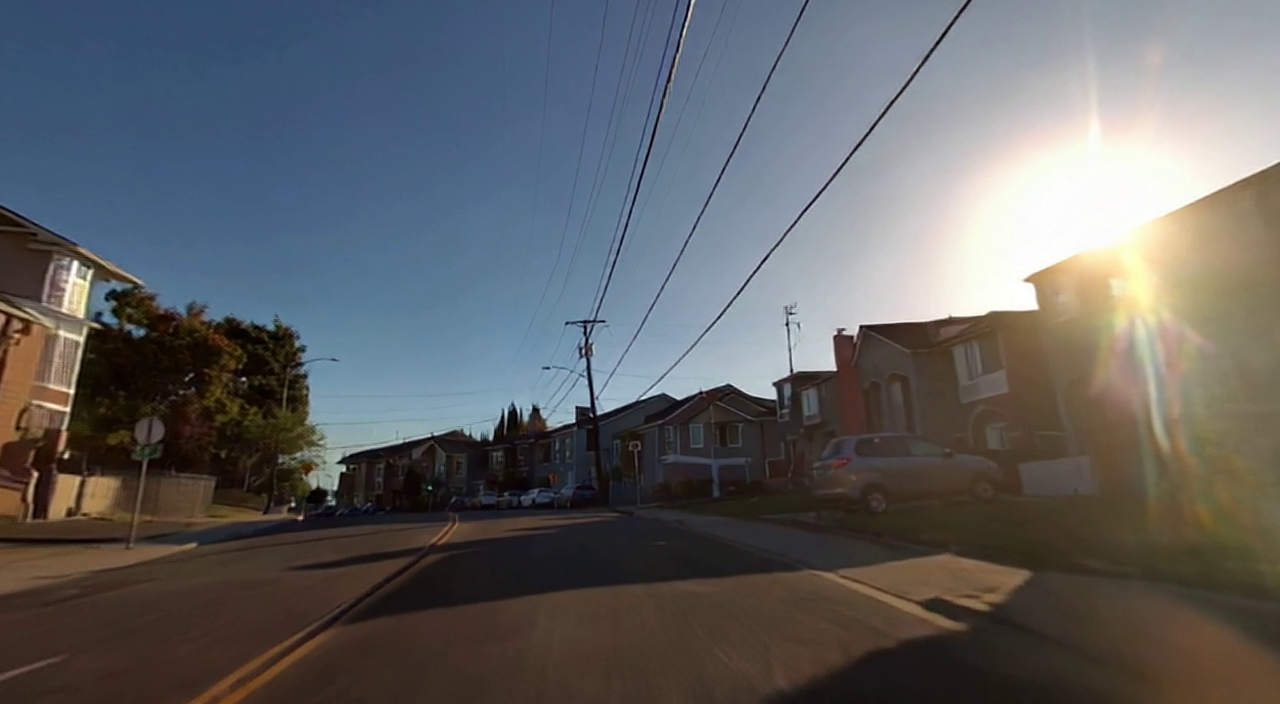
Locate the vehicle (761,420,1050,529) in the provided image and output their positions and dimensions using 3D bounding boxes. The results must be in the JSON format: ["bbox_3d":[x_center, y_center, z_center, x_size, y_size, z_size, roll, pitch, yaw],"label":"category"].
[{"bbox_3d":[5.942,2.754,14.557,5.578,1.842,2.300,-3,-10,-10],"label":"vehicle"}]

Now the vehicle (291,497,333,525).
[{"bbox_3d":[-23.154,11.157,44.553,1.994,1.515,4.385,6,-11,-34],"label":"vehicle"}]
